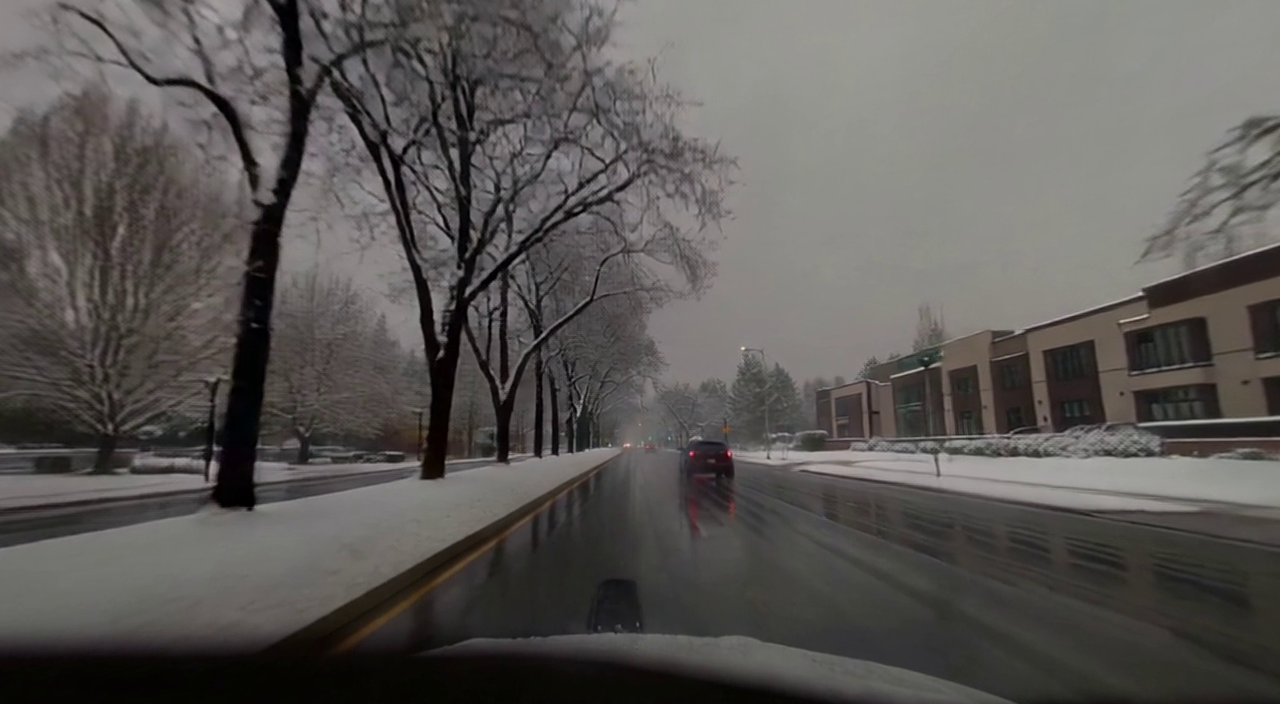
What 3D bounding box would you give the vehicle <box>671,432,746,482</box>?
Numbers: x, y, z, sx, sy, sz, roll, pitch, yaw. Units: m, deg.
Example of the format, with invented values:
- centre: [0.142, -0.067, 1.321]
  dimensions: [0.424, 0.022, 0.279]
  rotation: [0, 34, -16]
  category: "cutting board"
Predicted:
- centre: [2.494, 3.987, 24.325]
  dimensions: [2.240, 1.740, 4.605]
  rotation: [0, -8, -2]
  category: "vehicle"
